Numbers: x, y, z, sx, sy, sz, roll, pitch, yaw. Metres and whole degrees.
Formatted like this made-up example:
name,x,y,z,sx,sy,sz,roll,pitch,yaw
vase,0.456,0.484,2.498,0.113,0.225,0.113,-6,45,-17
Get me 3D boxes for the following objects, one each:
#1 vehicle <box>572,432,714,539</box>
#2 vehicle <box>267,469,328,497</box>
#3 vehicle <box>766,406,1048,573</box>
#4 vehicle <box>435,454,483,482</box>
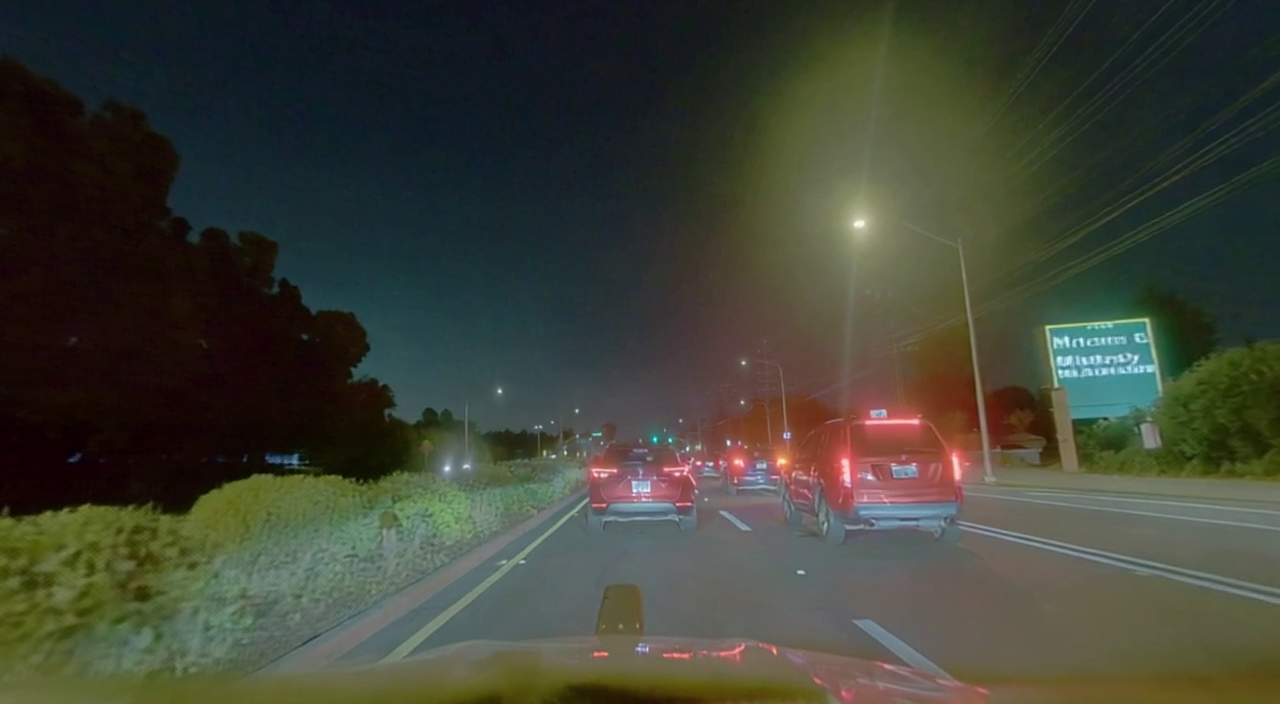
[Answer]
name,x,y,z,sx,sy,sz,roll,pitch,yaw
vehicle,0.026,2.402,12.006,2.199,1.641,4.232,0,-9,-1
vehicle,-22.585,8.630,41.808,1.847,1.554,3.926,0,-9,0
vehicle,3.401,1.860,9.326,2.097,1.818,4.625,0,-9,0
vehicle,-13.273,8.516,46.669,2.107,1.931,5.015,0,-9,-1
